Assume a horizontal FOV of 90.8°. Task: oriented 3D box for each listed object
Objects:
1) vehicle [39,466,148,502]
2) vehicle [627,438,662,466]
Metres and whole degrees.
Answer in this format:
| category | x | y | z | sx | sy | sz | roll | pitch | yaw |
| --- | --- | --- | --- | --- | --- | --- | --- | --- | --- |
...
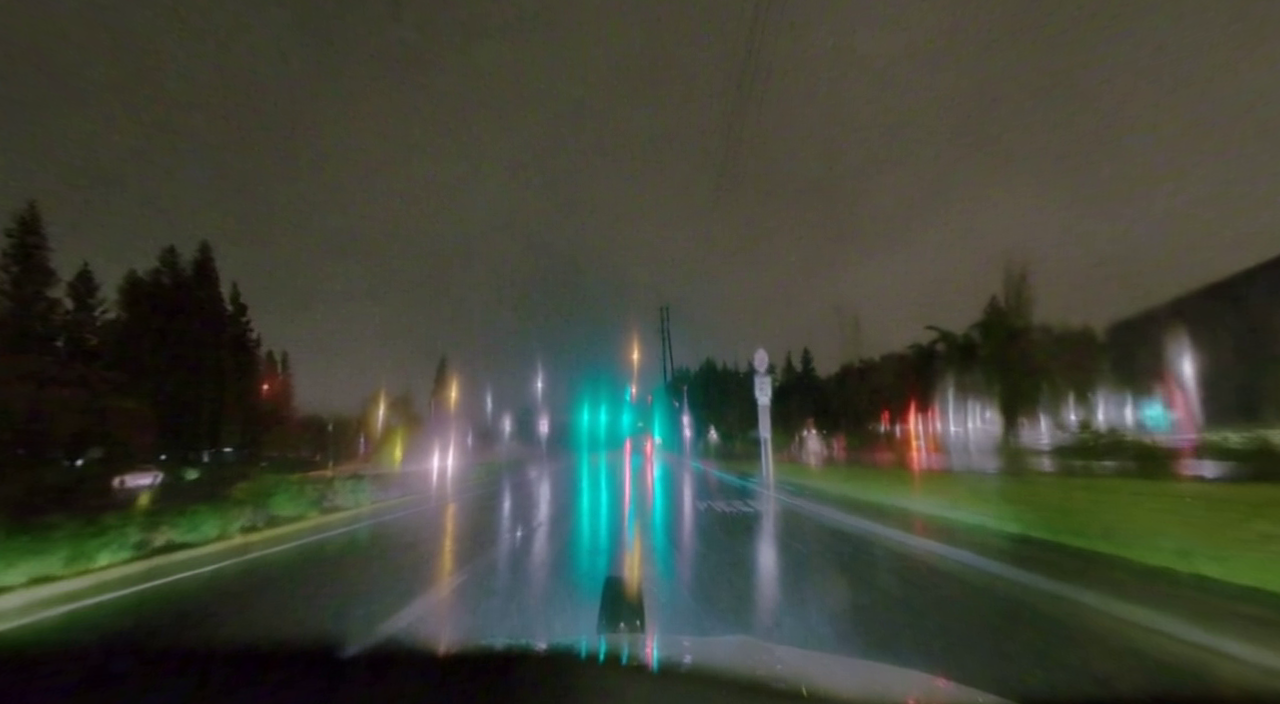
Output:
| category | x | y | z | sx | sy | sz | roll | pitch | yaw |
| --- | --- | --- | --- | --- | --- | --- | --- | --- | --- |
| vehicle | -29.766 | 7.169 | 34.633 | 1.949 | 1.702 | 4.593 | 1 | -8 | -3 |
| vehicle | 0.235 | 6.228 | 39.469 | 2.045 | 1.613 | 4.210 | 0 | -8 | -1 |
